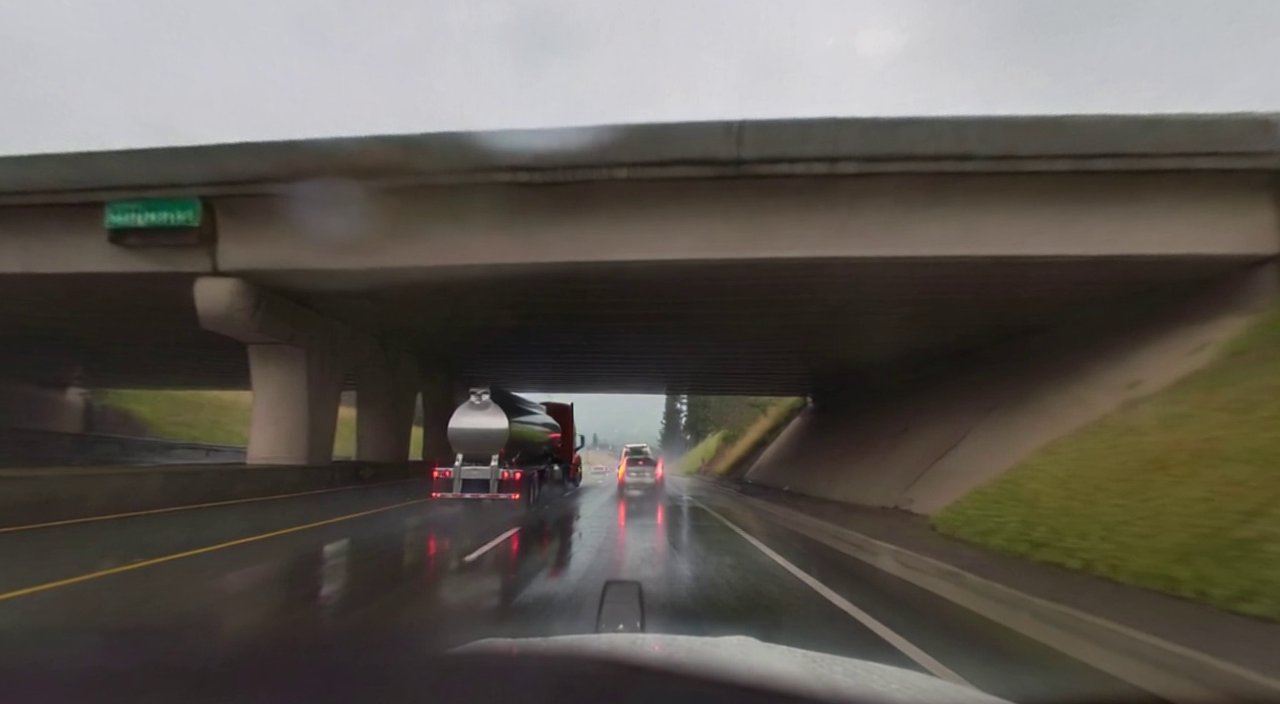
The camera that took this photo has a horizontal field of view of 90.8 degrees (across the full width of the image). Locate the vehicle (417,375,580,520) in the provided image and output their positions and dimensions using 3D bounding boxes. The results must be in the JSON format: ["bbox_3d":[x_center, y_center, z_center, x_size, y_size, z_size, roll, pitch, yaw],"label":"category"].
[{"bbox_3d":[-4.180,3.453,22.966,2.896,3.563,14.643,0,-9,-1],"label":"vehicle"}]

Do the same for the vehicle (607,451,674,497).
[{"bbox_3d":[-0.021,4.364,23.069,2.215,1.481,4.246,0,-9,-1],"label":"vehicle"}]

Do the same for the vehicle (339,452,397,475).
[{"bbox_3d":[-19.220,7.853,44.839,1.929,1.523,4.108,-1,-9,6],"label":"vehicle"}]
